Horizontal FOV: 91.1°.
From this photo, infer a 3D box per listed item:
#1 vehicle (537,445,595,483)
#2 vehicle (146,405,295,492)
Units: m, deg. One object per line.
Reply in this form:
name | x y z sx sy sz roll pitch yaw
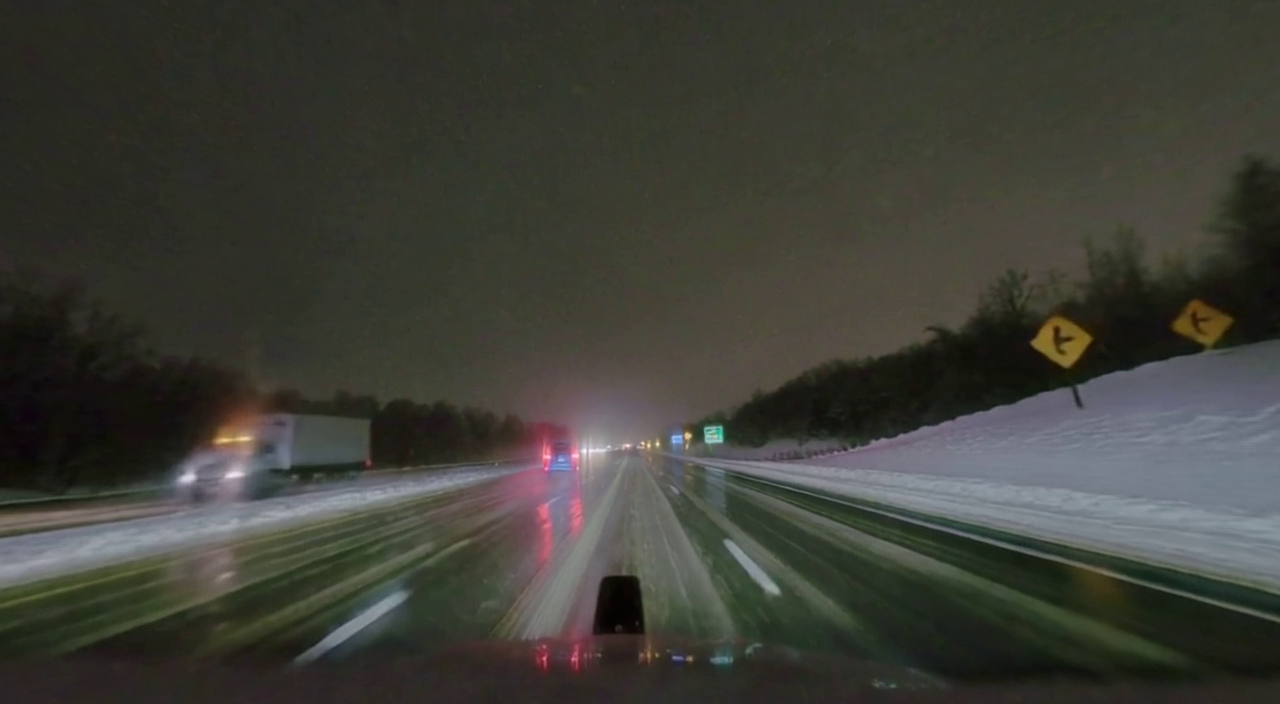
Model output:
vehicle | -3.278 5.092 28.902 2.069 1.573 4.589 0 -9 1
vehicle | -20.025 4.686 30.580 2.971 3.774 5.969 0 -9 -1
